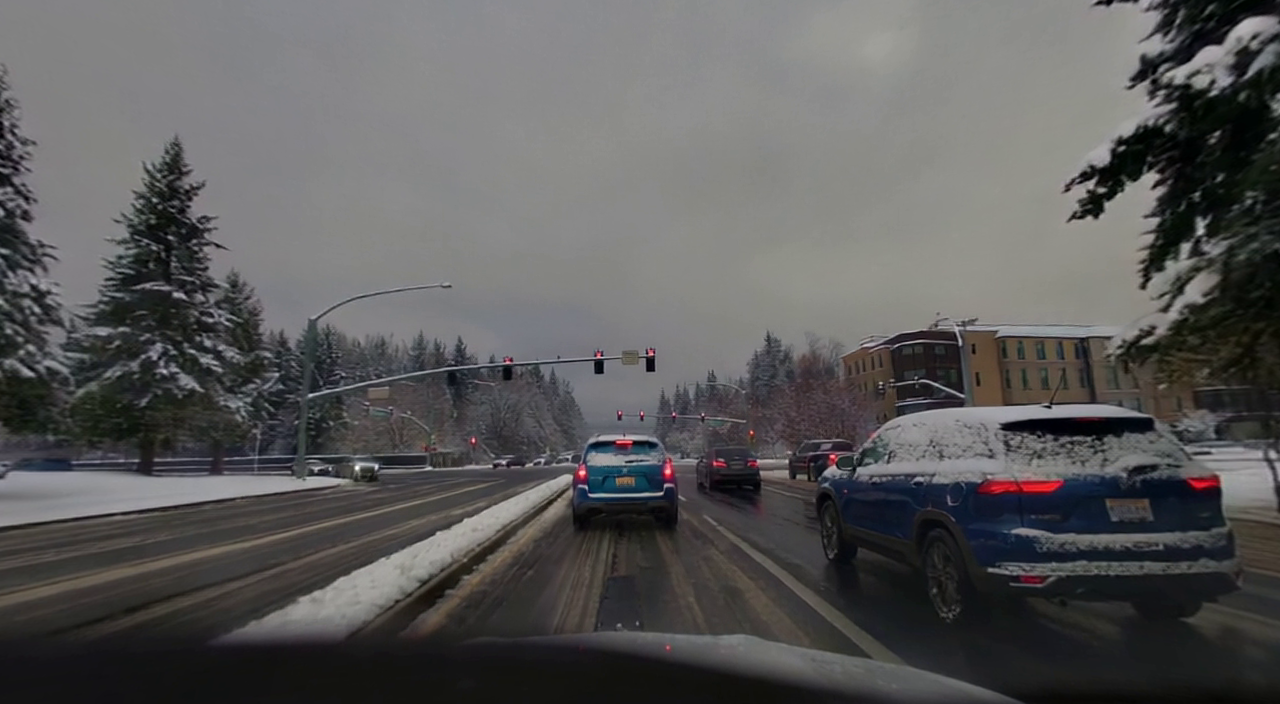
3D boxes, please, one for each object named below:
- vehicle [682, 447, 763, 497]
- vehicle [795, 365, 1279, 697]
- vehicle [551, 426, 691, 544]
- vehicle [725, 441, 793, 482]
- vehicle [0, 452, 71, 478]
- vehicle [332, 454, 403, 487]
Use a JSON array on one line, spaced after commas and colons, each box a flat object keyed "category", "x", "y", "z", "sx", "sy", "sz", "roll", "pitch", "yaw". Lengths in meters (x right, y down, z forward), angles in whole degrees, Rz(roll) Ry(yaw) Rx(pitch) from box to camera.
[{"category": "vehicle", "x": 2.596, "y": 3.873, "z": 20.903, "sx": 1.900, "sy": 1.459, "sz": 4.260, "roll": 0, "pitch": -9, "yaw": -3}, {"category": "vehicle", "x": 3.132, "y": 1.289, "z": 5.714, "sx": 2.228, "sy": 1.798, "sz": 4.370, "roll": 0, "pitch": -9, "yaw": -1}, {"category": "vehicle", "x": -0.328, "y": 2.251, "z": 11.333, "sx": 2.039, "sy": 1.698, "sz": 4.144, "roll": 0, "pitch": -9, "yaw": -1}, {"category": "vehicle", "x": 5.574, "y": 5.198, "z": 30.375, "sx": 2.049, "sy": 1.743, "sz": 5.146, "roll": 0, "pitch": -9, "yaw": -3}, {"category": "vehicle", "x": -40.807, "y": 7.500, "z": 42.181, "sx": 1.742, "sy": 1.526, "sz": 4.004, "roll": -1, "pitch": -8, "yaw": 3}, {"category": "vehicle", "x": -17.853, "y": 7.663, "z": 41.263, "sx": 4.905, "sy": 1.949, "sz": 2.354, "roll": -8, "pitch": -11, "yaw": 42}]
